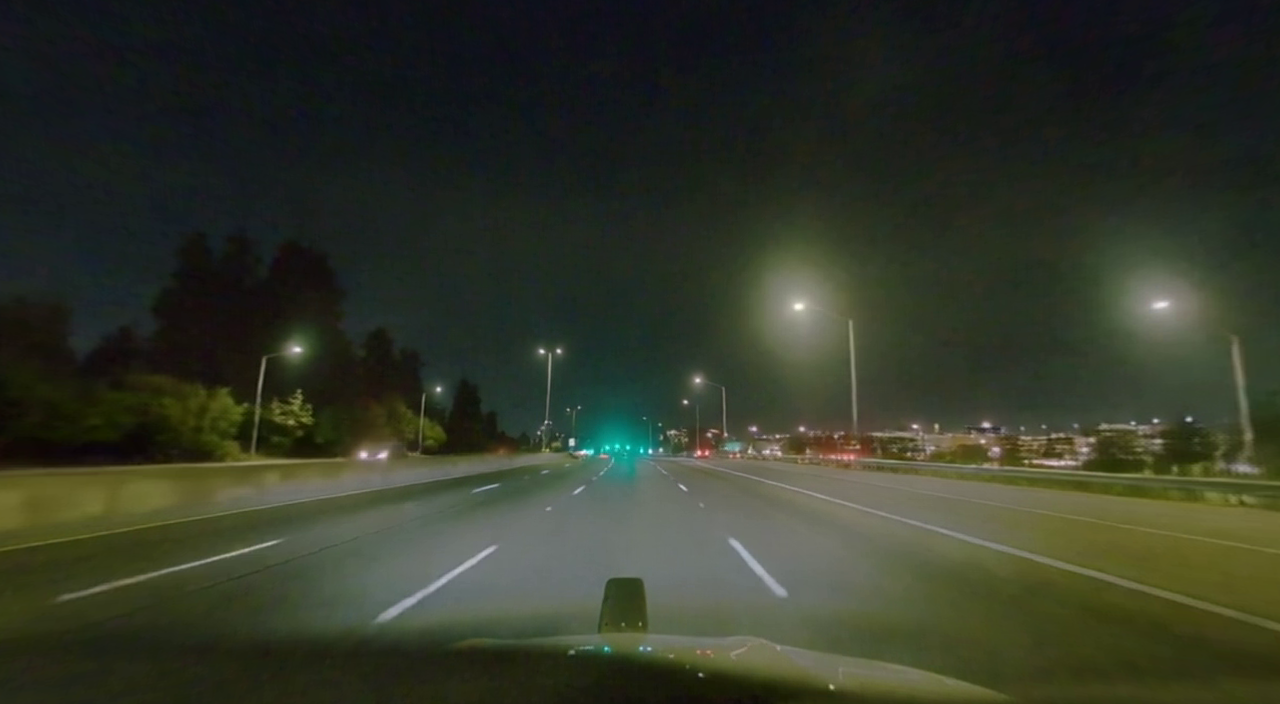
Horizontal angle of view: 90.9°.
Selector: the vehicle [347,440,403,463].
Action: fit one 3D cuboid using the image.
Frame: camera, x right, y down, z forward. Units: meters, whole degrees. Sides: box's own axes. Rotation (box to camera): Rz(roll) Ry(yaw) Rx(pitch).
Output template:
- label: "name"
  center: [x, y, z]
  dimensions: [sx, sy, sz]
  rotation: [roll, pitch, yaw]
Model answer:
- label: "vehicle"
  center: [-19.388, 7.306, 46.361]
  dimensions: [1.954, 1.614, 4.884]
  rotation: [0, -9, 0]
